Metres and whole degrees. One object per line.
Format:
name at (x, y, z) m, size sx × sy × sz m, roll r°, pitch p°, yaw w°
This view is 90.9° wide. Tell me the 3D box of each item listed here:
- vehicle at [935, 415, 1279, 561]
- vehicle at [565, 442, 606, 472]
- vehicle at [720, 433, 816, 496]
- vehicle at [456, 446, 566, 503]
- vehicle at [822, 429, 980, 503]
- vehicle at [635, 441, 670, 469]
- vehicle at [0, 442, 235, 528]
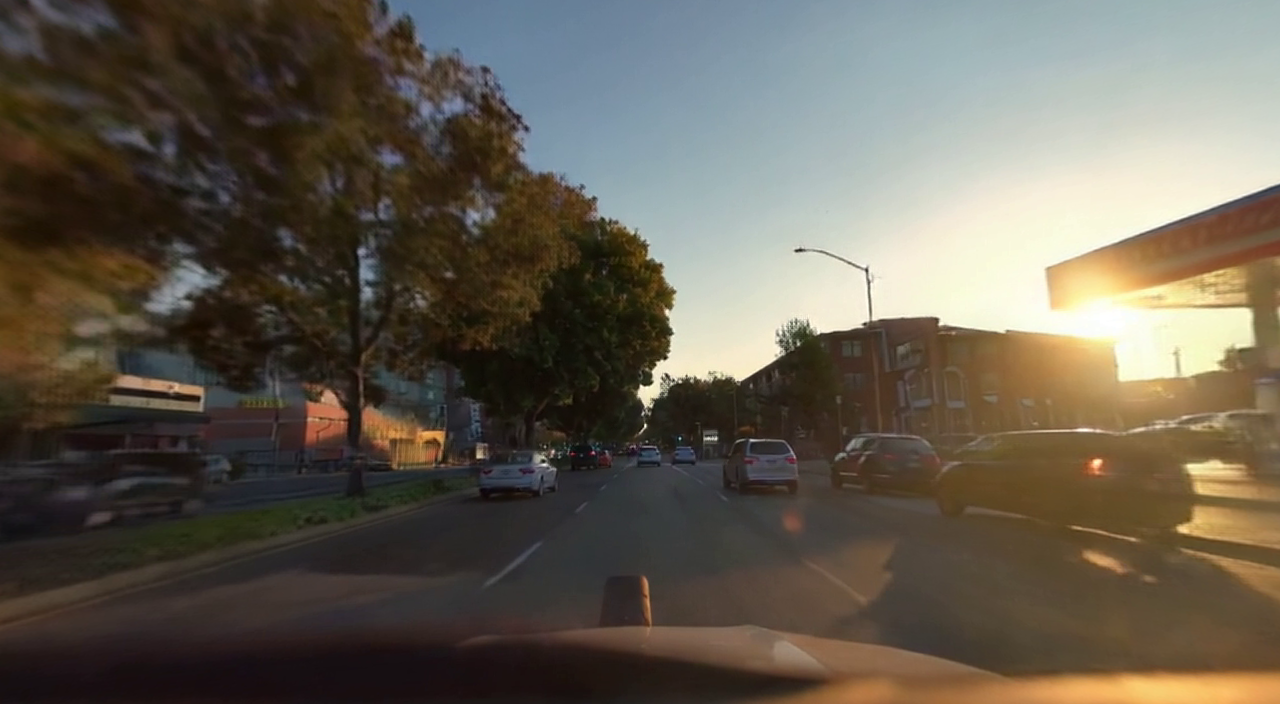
vehicle at (7.004, 2.052, 10.257) m, size 2.417 × 1.736 × 5.043 m, roll -1°, pitch -9°, yaw 7°
vehicle at (-3.176, 6.192, 37.373) m, size 1.988 × 1.645 × 3.995 m, roll 0°, pitch -8°, yaw 2°
vehicle at (3.789, 3.426, 19.626) m, size 1.980 × 1.709 × 4.813 m, roll 0°, pitch -8°, yaw 0°
vehicle at (-3.415, 3.320, 17.584) m, size 2.013 × 1.354 × 4.393 m, roll 0°, pitch -8°, yaw 2°
vehicle at (7.148, 3.174, 18.051) m, size 2.189 × 1.783 × 5.122 m, roll 1°, pitch -8°, yaw -2°
vehicle at (0.801, 6.723, 41.349) m, size 2.192 × 1.674 × 4.124 m, roll 0°, pitch -8°, yaw 0°
vehicle at (-12.351, 3.037, 15.116) m, size 2.096 × 1.720 × 4.694 m, roll 0°, pitch -8°, yaw 0°
